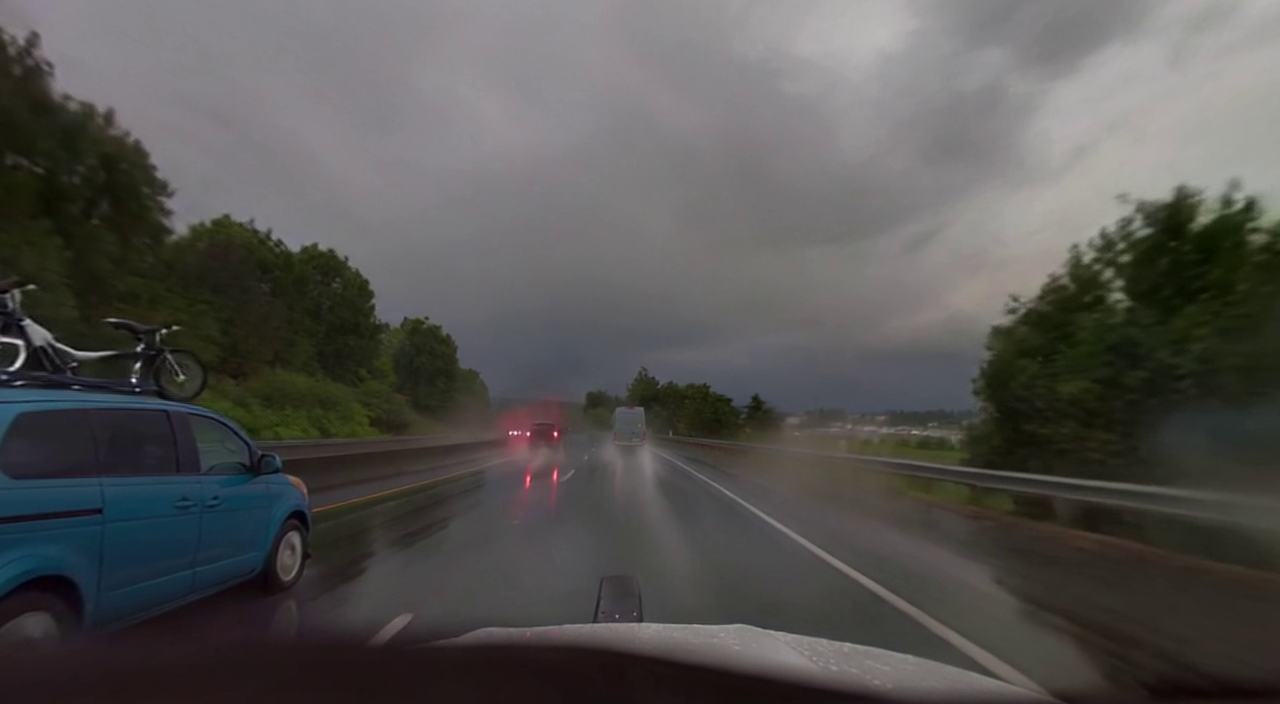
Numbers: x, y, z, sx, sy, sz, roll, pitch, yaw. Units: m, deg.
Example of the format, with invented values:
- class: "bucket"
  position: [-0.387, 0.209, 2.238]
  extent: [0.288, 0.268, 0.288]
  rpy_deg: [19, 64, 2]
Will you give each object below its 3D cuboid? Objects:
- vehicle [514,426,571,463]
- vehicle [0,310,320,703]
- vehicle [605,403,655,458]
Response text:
- class: "vehicle"
  position: [-4.609, 4.429, 30.446]
  extent: [2.110, 1.636, 4.453]
  rpy_deg: [0, -8, -1]
- class: "vehicle"
  position: [-3.619, 0.734, 2.702]
  extent: [2.069, 1.751, 4.720]
  rpy_deg: [0, -8, -1]
- class: "vehicle"
  position: [-0.682, 4.574, 36.459]
  extent: [2.647, 2.896, 6.480]
  rpy_deg: [1, -8, -3]
